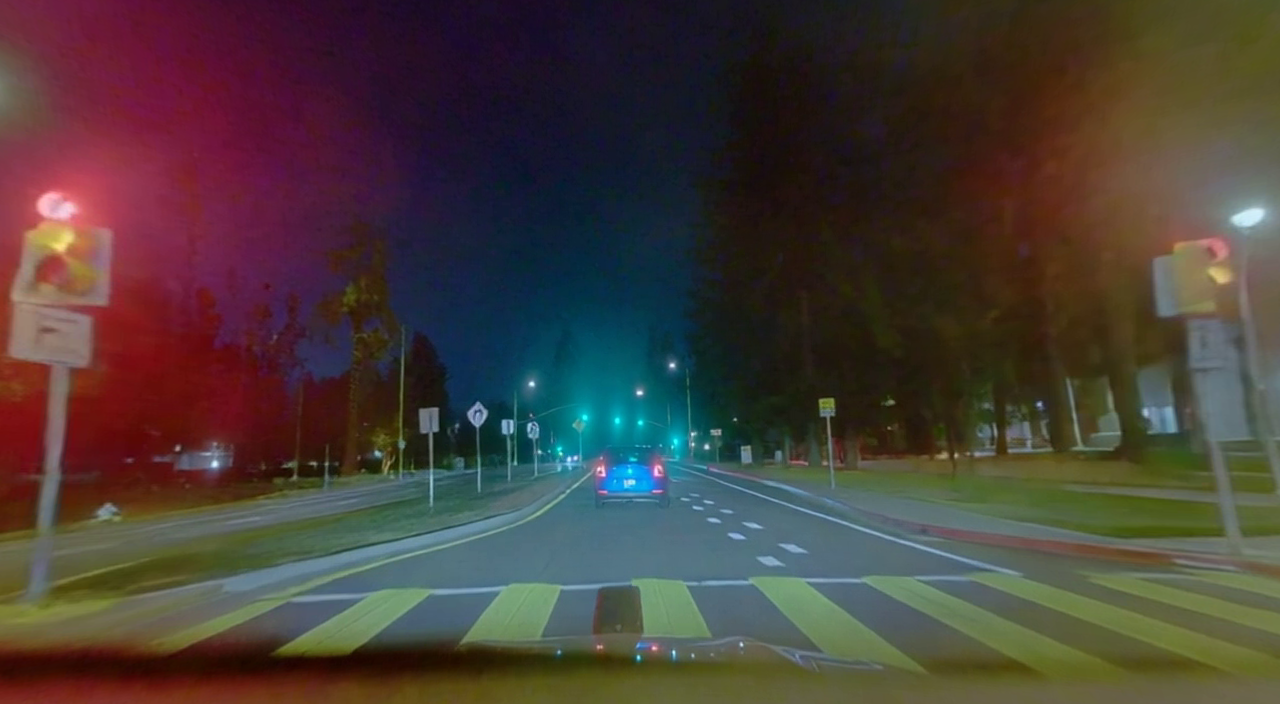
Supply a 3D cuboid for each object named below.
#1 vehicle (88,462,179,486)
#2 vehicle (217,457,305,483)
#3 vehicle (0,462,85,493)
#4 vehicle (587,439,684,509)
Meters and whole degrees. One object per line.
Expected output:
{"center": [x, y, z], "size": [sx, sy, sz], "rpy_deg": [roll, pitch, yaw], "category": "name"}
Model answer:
{"center": [-35.375, 8.546, 44.246], "size": [4.500, 1.542, 2.155], "rpy_deg": [0, -9, 0], "category": "vehicle"}
{"center": [-22.976, 7.158, 38.425], "size": [4.038, 1.531, 2.015], "rpy_deg": [0, -9, -3], "category": "vehicle"}
{"center": [-35.548, 7.286, 36.655], "size": [4.466, 1.619, 2.319], "rpy_deg": [0, -8, -1], "category": "vehicle"}
{"center": [-0.161, 3.137, 16.715], "size": [2.221, 1.570, 4.398], "rpy_deg": [0, -9, -2], "category": "vehicle"}
